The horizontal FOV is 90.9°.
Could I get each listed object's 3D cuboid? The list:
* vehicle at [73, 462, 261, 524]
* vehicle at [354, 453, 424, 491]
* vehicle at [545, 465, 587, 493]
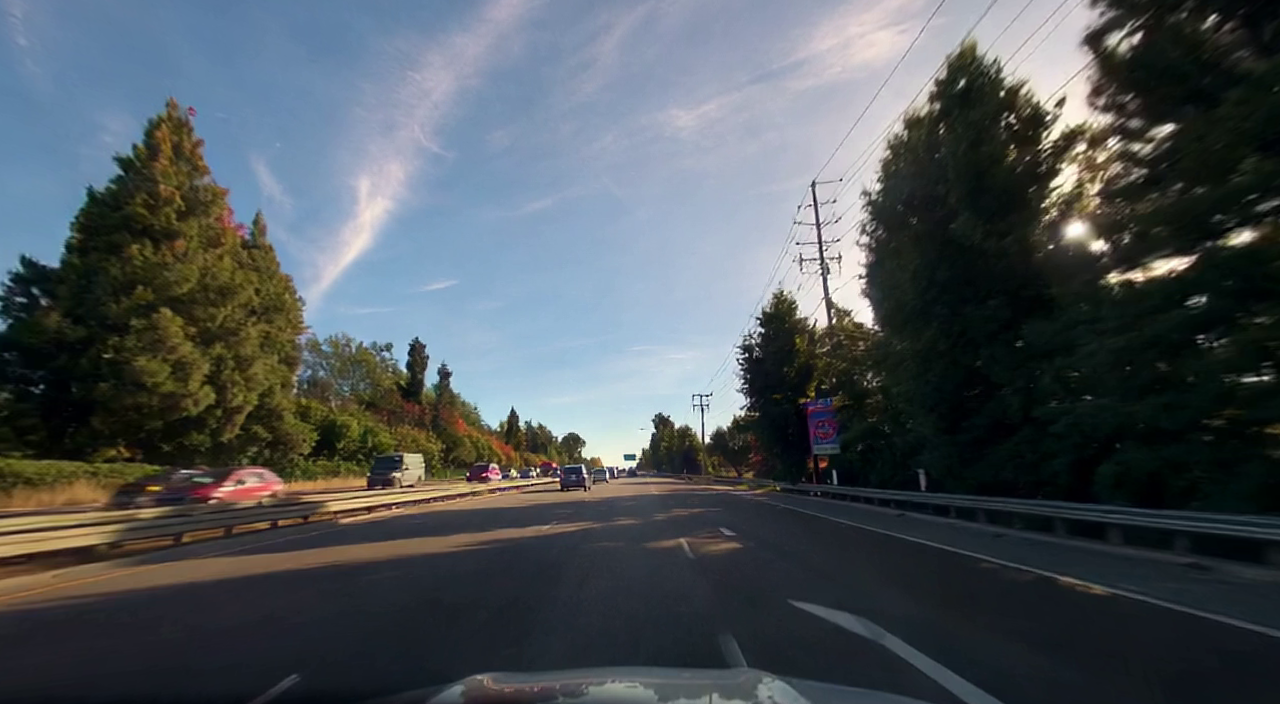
[{"bbox_3d":[-13.015,3.895,17.786,1.853,1.481,4.394,1,-10,0],"label":"vehicle"},{"bbox_3d":[-17.753,8.545,45.006,2.308,2.461,6.231,1,-10,0],"label":"vehicle"},{"bbox_3d":[-4.308,7.475,37.186,1.963,1.501,4.227,1,-10,0],"label":"vehicle"}]
